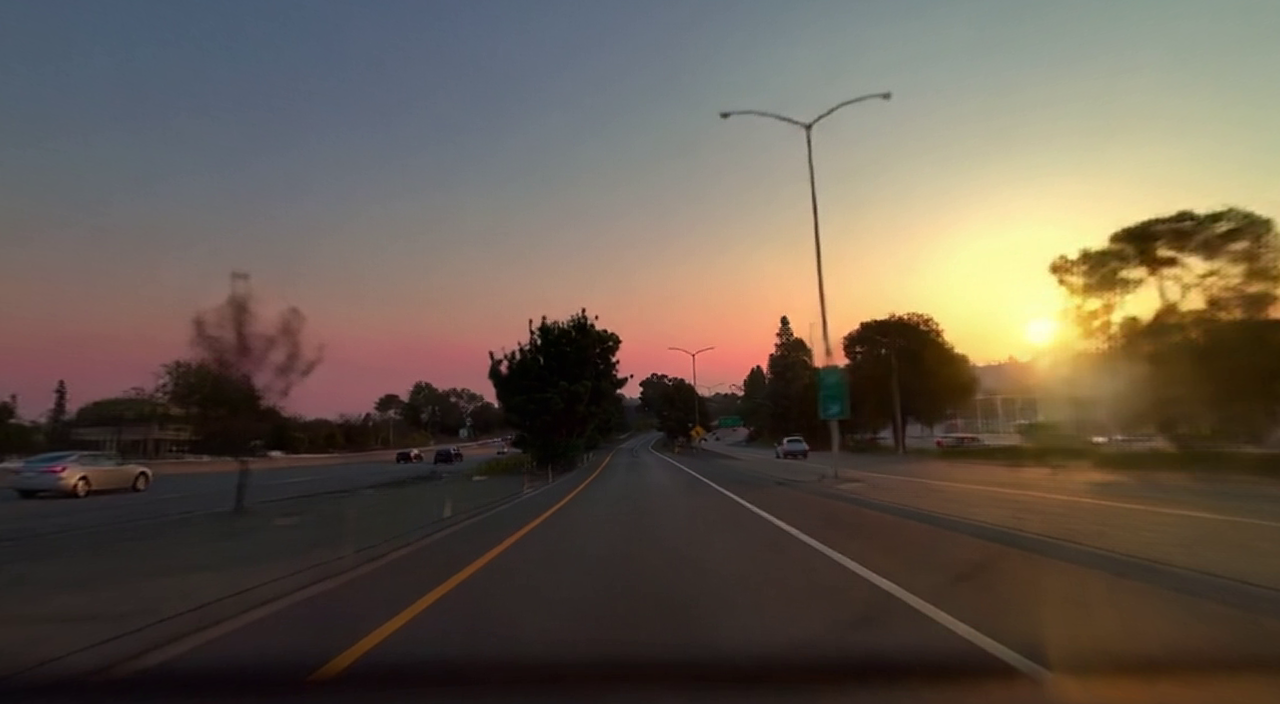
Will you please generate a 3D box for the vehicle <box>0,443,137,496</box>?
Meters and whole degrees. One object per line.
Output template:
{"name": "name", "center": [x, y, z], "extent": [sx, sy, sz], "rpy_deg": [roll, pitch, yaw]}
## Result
{"name": "vehicle", "center": [-19.314, 3.782, 20.707], "extent": [2.068, 1.518, 4.438], "rpy_deg": [0, -9, -2]}
